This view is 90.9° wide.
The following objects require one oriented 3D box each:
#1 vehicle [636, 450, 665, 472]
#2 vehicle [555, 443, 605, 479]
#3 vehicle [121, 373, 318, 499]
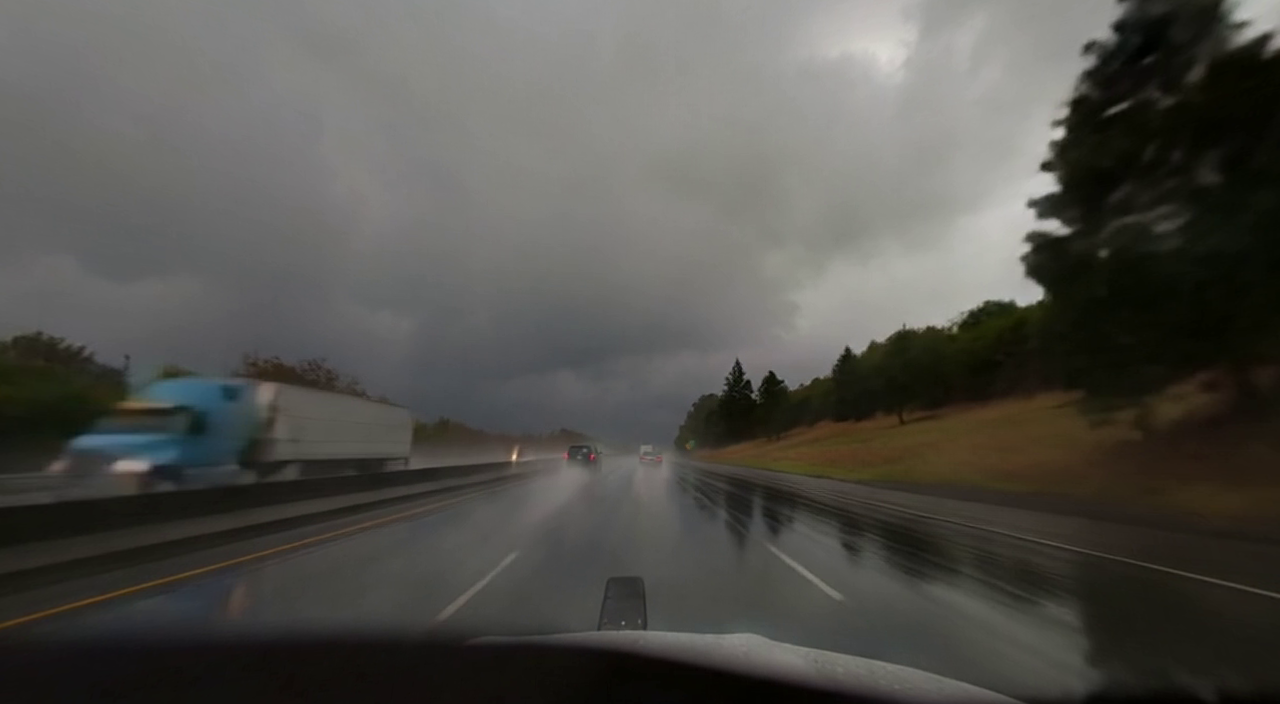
[{"bbox_3d":[0.739,7.926,46.102,2.036,1.519,4.225,0,-9,0],"label":"vehicle"},{"bbox_3d":[-3.017,5.640,32.802,2.143,1.770,4.283,0,-9,1],"label":"vehicle"},{"bbox_3d":[-15.028,3.130,23.236,2.994,4.041,5.835,0,-9,0],"label":"vehicle"}]
